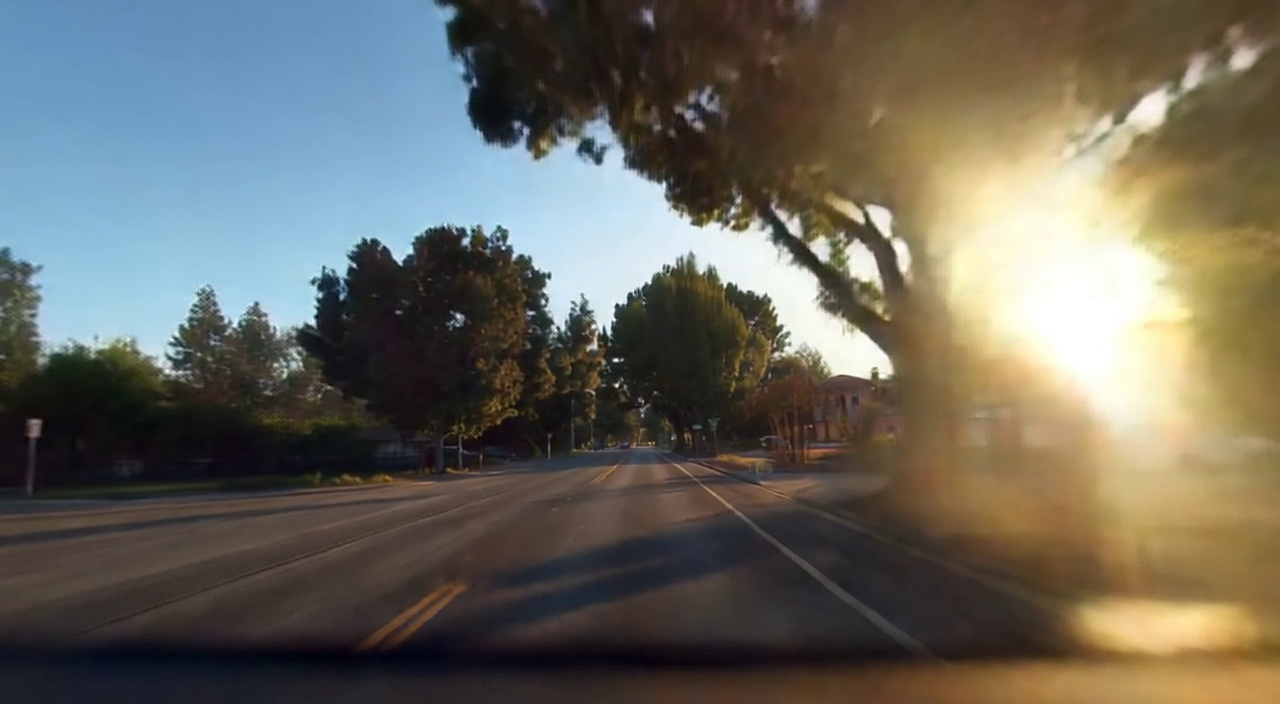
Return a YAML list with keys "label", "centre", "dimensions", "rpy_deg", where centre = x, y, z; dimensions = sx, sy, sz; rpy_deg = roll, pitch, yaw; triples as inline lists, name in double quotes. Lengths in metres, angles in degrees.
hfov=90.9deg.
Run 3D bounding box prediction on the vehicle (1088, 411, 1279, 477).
- label: "vehicle"
  centre: [18.177, 3.022, 20.738]
  dimensions: [4.978, 1.991, 2.234]
  rpy_deg: [-1, -8, 3]
